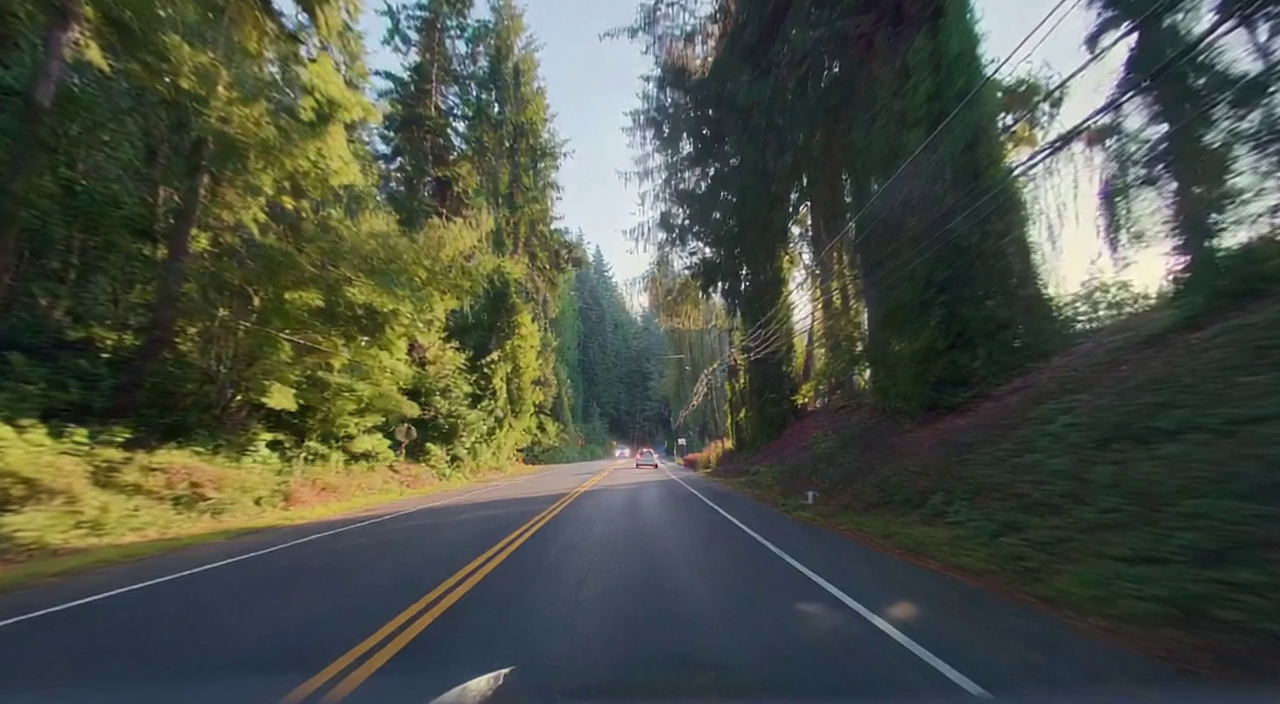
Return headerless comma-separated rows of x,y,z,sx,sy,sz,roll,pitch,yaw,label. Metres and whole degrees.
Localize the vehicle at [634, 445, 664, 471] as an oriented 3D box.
0.634,7.666,45.975,2.083,1.767,4.448,0,-9,0,vehicle
